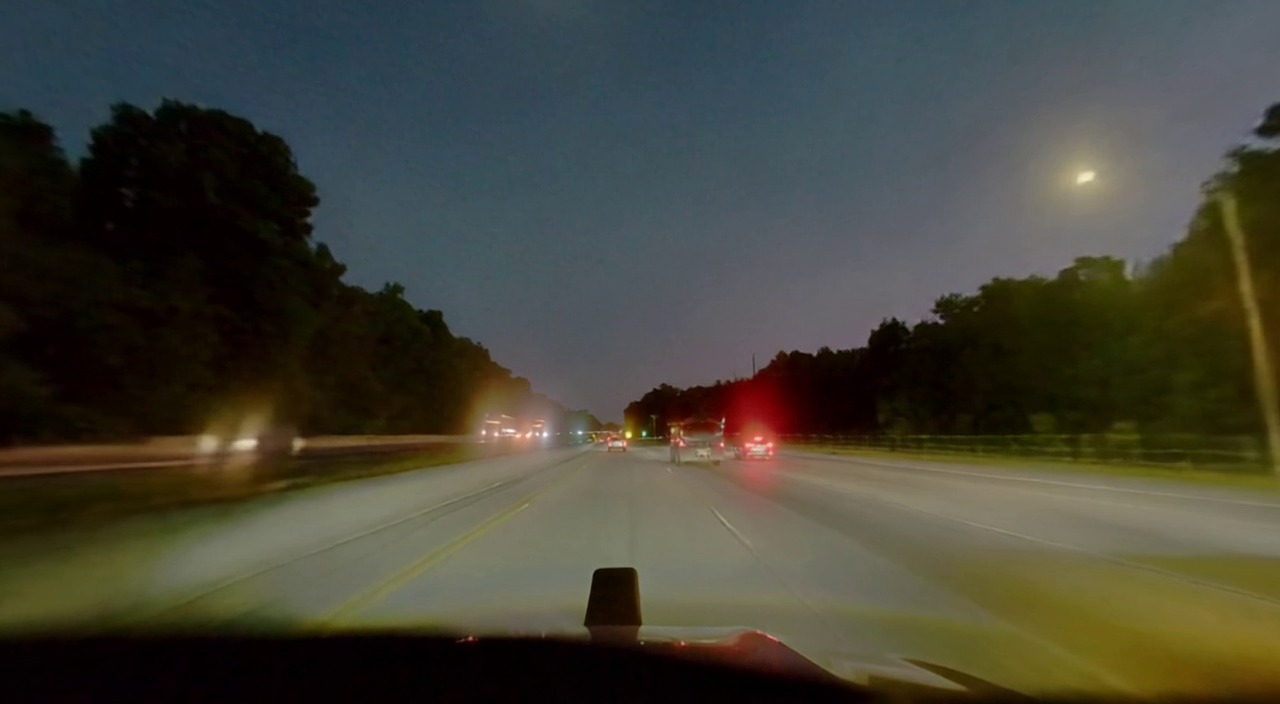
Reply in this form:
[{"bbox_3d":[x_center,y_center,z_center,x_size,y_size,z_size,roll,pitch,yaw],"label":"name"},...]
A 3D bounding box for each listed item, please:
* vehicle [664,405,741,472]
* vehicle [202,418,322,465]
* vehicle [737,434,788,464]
[{"bbox_3d":[2.452,3.616,26.515,2.436,2.521,5.409,0,-8,-3],"label":"vehicle"},{"bbox_3d":[-13.954,3.326,23.602,1.854,1.557,4.257,0,-8,0],"label":"vehicle"},{"bbox_3d":[6.438,5.120,33.595,1.821,1.468,3.805,0,-8,-2],"label":"vehicle"}]
